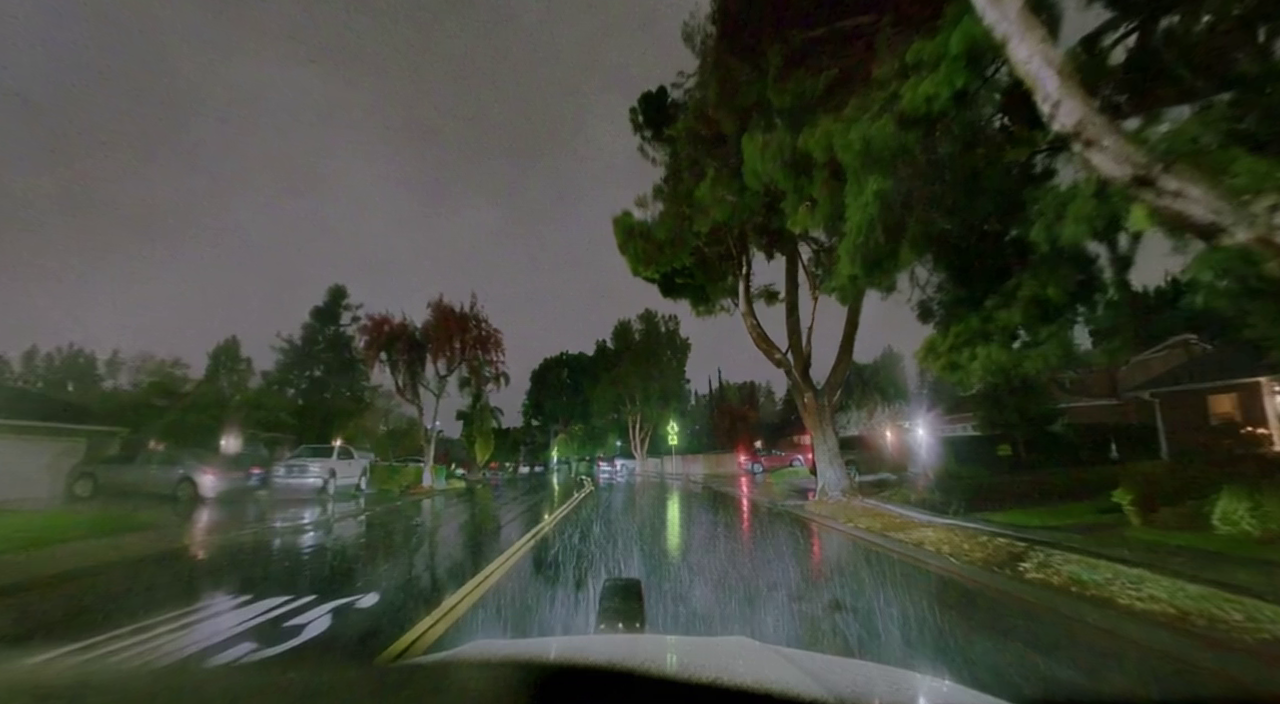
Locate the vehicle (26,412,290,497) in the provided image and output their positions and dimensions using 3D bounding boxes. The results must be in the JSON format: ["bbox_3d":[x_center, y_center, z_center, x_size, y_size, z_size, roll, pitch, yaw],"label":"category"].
[{"bbox_3d":[-14.121,3.060,19.053,5.662,2.292,2.422,2,-10,-14],"label":"vehicle"}]

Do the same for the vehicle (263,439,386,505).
[{"bbox_3d":[-10.249,3.888,21.041,2.073,1.899,4.869,0,-8,-7],"label":"vehicle"}]

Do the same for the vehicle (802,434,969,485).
[{"bbox_3d":[9.308,4.032,24.050,5.751,1.733,2.138,2,-9,-17],"label":"vehicle"}]

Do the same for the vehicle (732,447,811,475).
[{"bbox_3d":[8.141,6.737,39.152,4.284,1.522,1.893,1,-8,-18],"label":"vehicle"}]
